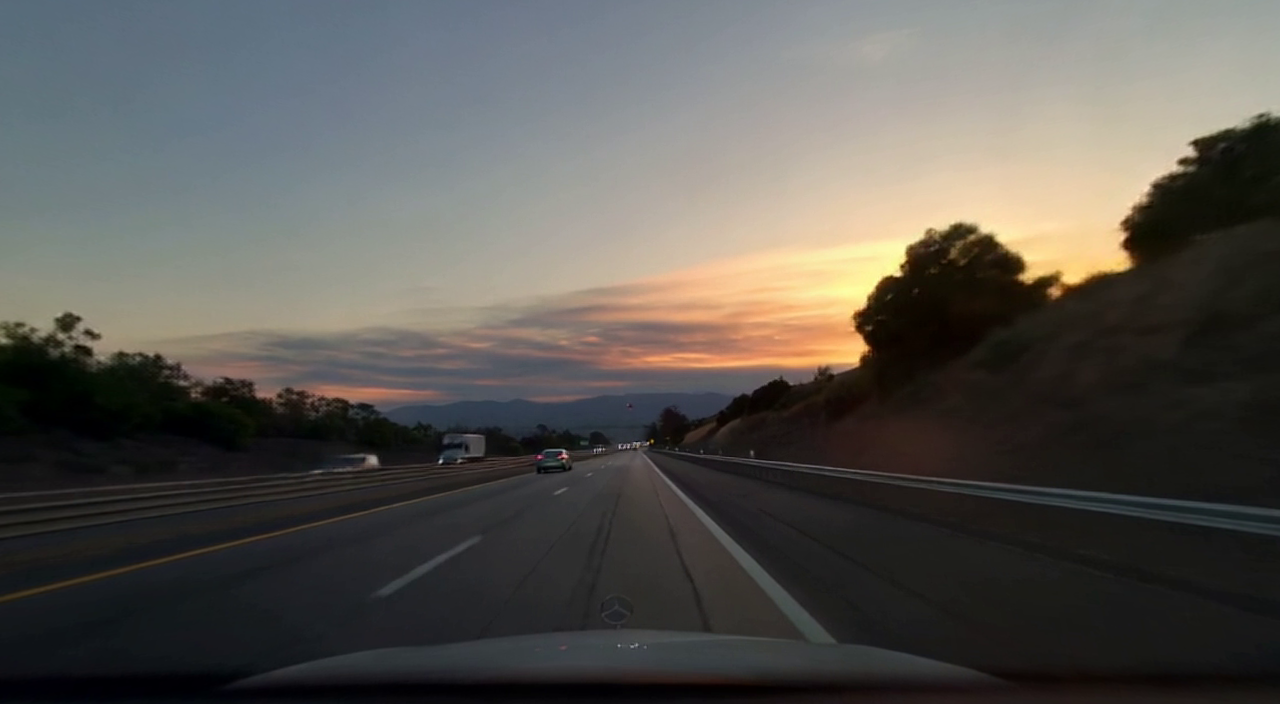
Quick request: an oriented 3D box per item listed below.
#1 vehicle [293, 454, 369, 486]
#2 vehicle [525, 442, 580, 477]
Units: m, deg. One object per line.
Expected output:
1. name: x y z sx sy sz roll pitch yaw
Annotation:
1. vehicle: -16.199 6.189 33.223 1.814 1.567 4.236 0 -9 0
2. vehicle: -4.479 5.571 32.748 2.139 1.577 4.546 -3 -9 0
